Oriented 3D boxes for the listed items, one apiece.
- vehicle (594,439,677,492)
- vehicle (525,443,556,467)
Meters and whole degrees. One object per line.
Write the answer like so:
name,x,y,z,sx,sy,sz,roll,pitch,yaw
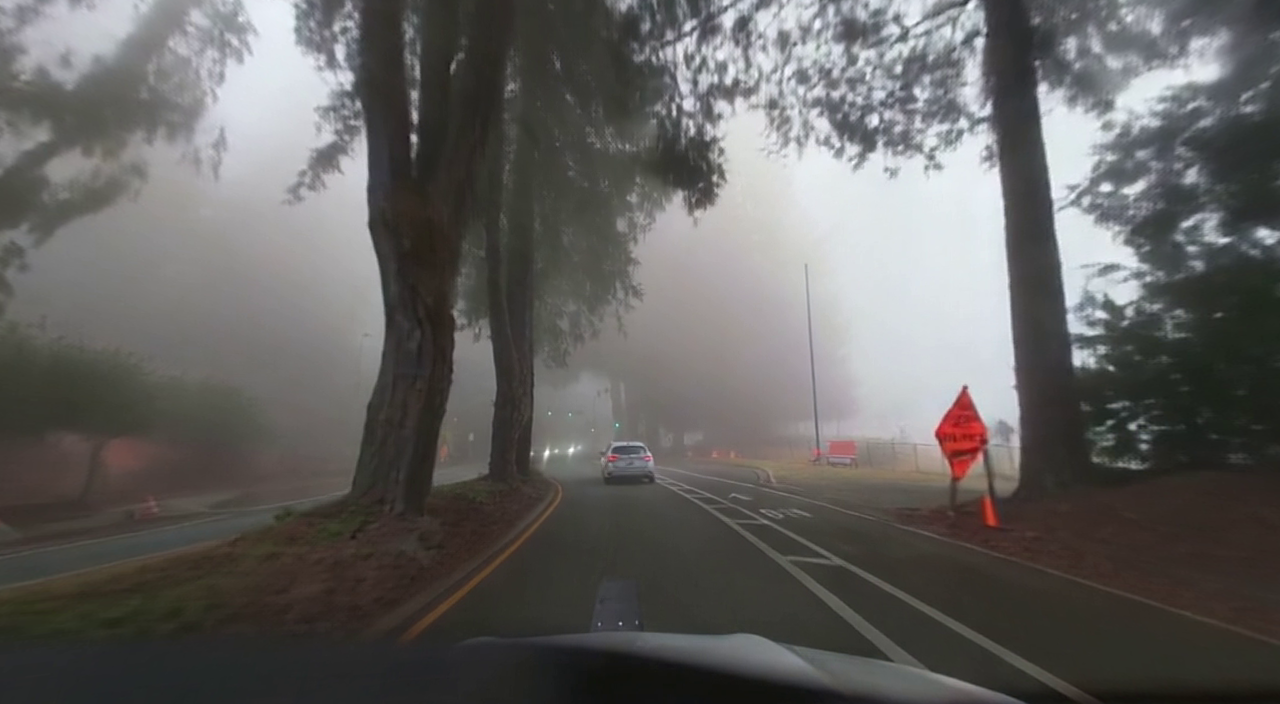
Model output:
vehicle,-0.282,3.631,20.680,2.266,1.508,4.430,1,-8,-6
vehicle,-7.215,7.459,46.003,2.077,1.665,4.206,1,-9,-8
